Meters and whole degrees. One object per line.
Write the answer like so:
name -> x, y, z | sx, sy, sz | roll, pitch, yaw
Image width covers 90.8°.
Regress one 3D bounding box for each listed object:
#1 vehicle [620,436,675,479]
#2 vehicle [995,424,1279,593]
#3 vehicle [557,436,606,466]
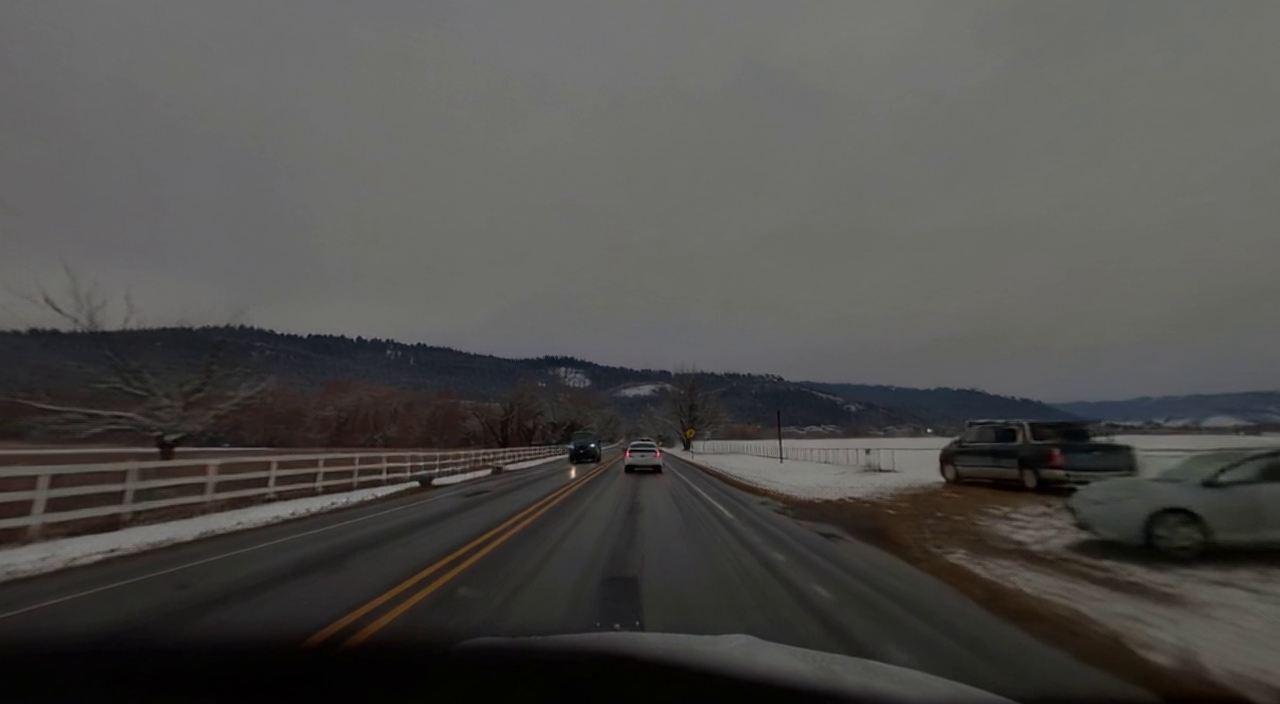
vehicle -> 0.295, 4.457, 26.884 | 2.158, 1.669, 4.006 | 0, -8, 1
vehicle -> 6.694, 1.520, 6.483 | 4.979, 1.503, 2.010 | -3, -9, 20
vehicle -> -4.285, 7.467, 47.898 | 2.906, 2.116, 6.952 | 0, -8, 1
